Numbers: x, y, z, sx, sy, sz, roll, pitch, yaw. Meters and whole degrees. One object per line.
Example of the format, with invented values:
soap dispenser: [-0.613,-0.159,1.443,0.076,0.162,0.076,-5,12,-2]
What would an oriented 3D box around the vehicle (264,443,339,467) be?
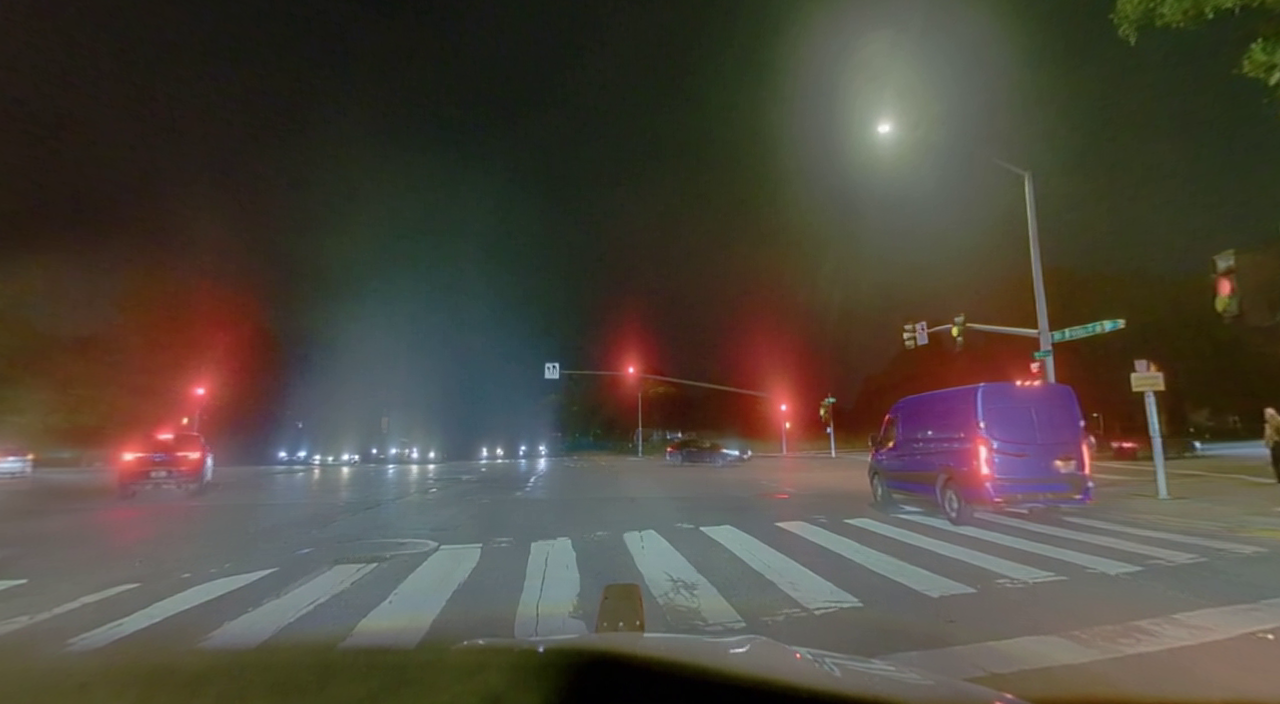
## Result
vehicle: [-21.839,6.641,40.971,1.859,1.415,4.591,-1,-9,8]

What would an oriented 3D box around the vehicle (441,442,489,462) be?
vehicle: [-13.191,7.585,47.866,1.845,1.426,4.289,-1,-9,8]

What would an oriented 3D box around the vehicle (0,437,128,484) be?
vehicle: [-20.572,3.775,22.079,4.524,1.496,1.993,-3,-9,20]

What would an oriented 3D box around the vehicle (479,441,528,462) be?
vehicle: [-10.155,7.469,47.397,2.097,1.484,4.596,-1,-9,8]

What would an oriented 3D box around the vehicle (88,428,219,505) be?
vehicle: [-12.243,2.863,16.234,2.115,1.653,4.553,5,-10,-32]

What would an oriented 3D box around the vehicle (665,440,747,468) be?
vehicle: [3.505,5.421,33.662,3.909,1.409,1.907,-5,-10,28]

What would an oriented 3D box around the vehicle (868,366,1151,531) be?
vehicle: [6.580,1.858,12.343,2.332,2.511,5.326,0,-9,1]

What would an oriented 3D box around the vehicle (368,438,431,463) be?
vehicle: [-17.385,7.159,46.003,2.189,1.753,4.785,-1,-9,8]
